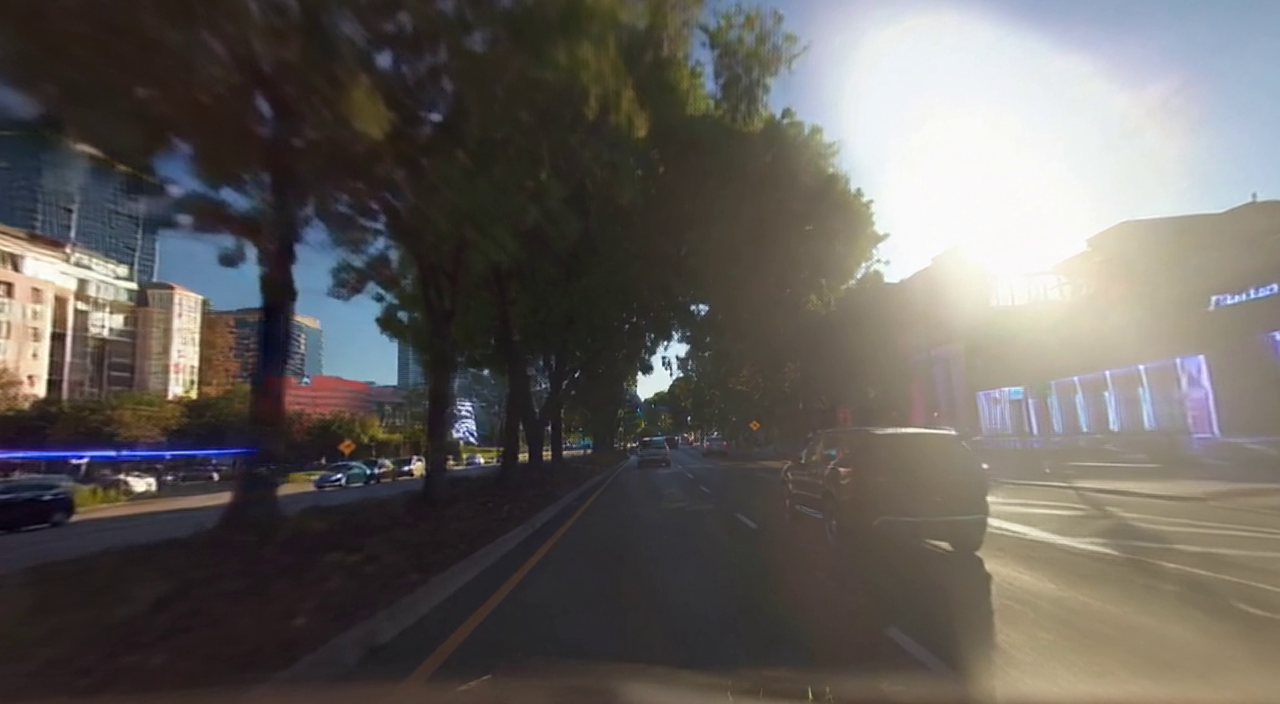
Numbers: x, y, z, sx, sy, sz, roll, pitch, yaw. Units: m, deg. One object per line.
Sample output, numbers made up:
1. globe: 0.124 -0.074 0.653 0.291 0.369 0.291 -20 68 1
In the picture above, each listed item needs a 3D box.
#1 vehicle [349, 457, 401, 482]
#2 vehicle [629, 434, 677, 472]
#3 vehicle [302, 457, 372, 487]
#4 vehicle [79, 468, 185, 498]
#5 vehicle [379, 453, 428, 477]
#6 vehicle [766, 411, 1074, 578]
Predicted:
1. vehicle: -18.345 8.104 43.802 1.786 1.523 4.309 0 -8 -1
2. vehicle: 0.557 4.819 30.217 2.125 1.669 3.880 0 -8 -1
3. vehicle: -18.403 7.281 38.513 1.853 1.614 4.514 -1 -8 2
4. vehicle: -29.602 7.641 36.833 4.483 1.618 1.829 0 -8 -2
5. vehicle: -18.363 8.798 49.157 2.049 1.678 4.376 0 -8 0
6. vehicle: 3.179 1.717 8.493 1.931 1.591 4.708 0 -8 -1
